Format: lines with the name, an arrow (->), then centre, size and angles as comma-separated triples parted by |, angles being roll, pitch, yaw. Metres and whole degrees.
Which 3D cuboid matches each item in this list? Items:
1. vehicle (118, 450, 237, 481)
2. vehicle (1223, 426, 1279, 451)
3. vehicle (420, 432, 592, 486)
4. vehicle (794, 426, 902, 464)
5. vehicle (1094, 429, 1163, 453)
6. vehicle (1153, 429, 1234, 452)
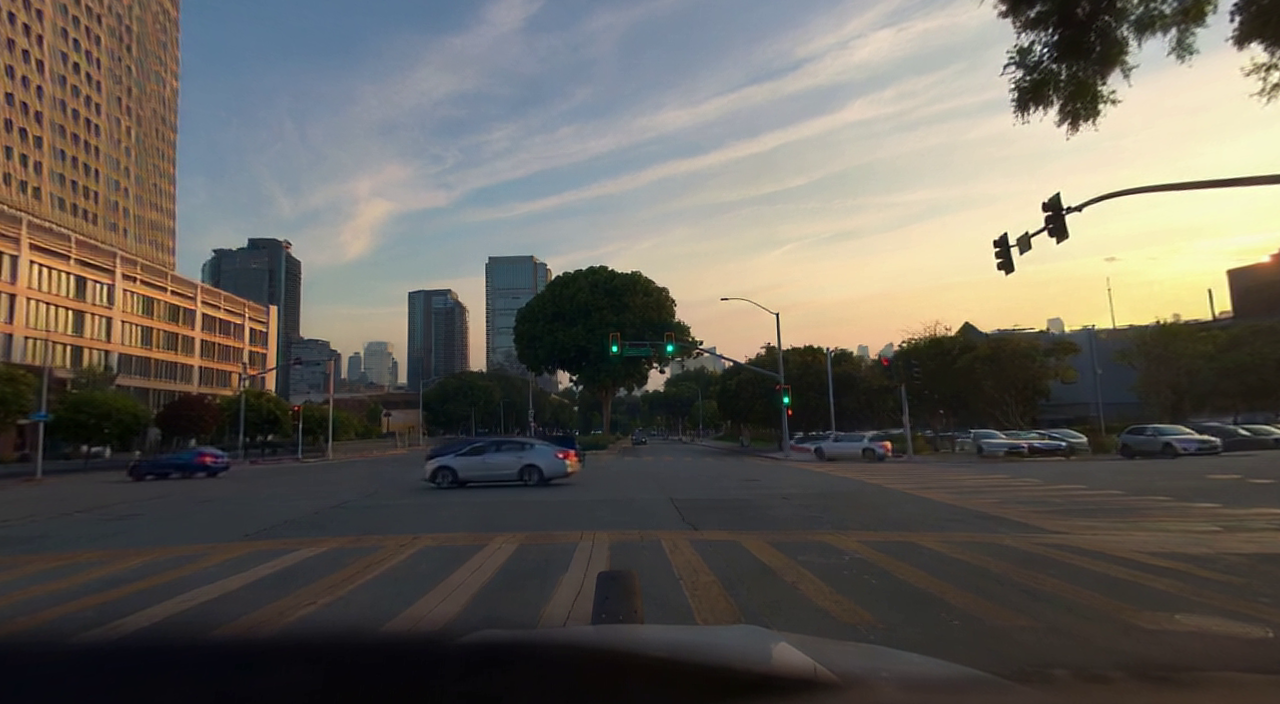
vehicle -> -21.029, 5.178, 28.851 | 4.046, 1.306, 1.719 | 0, -8, 0
vehicle -> 42.238, 5.737, 41.947 | 2.037, 1.614, 5.175 | 0, -8, 0
vehicle -> -4.072, 3.236, 19.426 | 4.916, 1.504, 1.846 | 2, -9, -15
vehicle -> 9.992, 4.488, 30.421 | 4.571, 1.698, 1.977 | -5, -10, 28
vehicle -> 33.227, 6.095, 43.114 | 2.090, 1.494, 4.321 | -3, -9, 14
vehicle -> 36.550, 5.876, 41.856 | 1.726, 1.429, 4.163 | -1, -8, 2
